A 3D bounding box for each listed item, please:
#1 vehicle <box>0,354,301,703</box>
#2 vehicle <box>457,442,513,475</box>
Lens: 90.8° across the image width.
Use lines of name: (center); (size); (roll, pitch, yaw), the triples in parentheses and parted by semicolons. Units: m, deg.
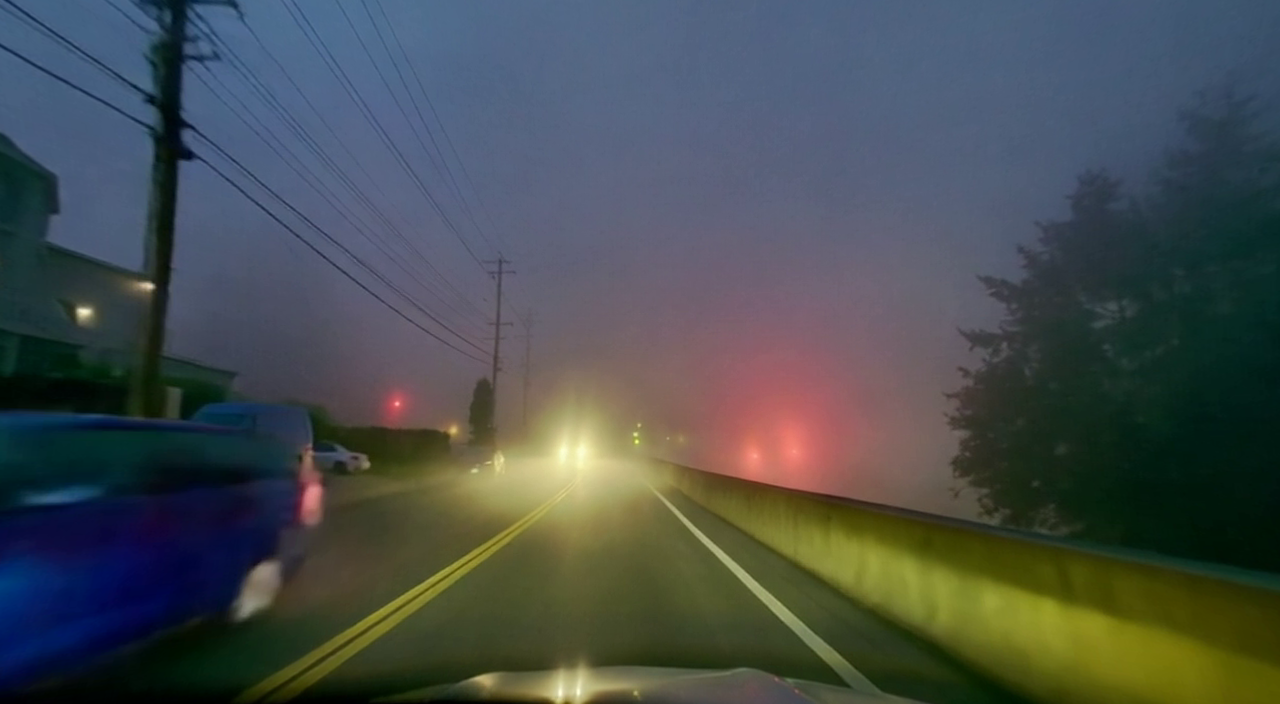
vehicle: (-3.657, 0.863, 2.543); (2.103, 1.690, 4.508); (0, -8, -1)
vehicle: (-7.804, 5.410, 32.257); (1.863, 1.522, 4.901); (0, -9, -3)
